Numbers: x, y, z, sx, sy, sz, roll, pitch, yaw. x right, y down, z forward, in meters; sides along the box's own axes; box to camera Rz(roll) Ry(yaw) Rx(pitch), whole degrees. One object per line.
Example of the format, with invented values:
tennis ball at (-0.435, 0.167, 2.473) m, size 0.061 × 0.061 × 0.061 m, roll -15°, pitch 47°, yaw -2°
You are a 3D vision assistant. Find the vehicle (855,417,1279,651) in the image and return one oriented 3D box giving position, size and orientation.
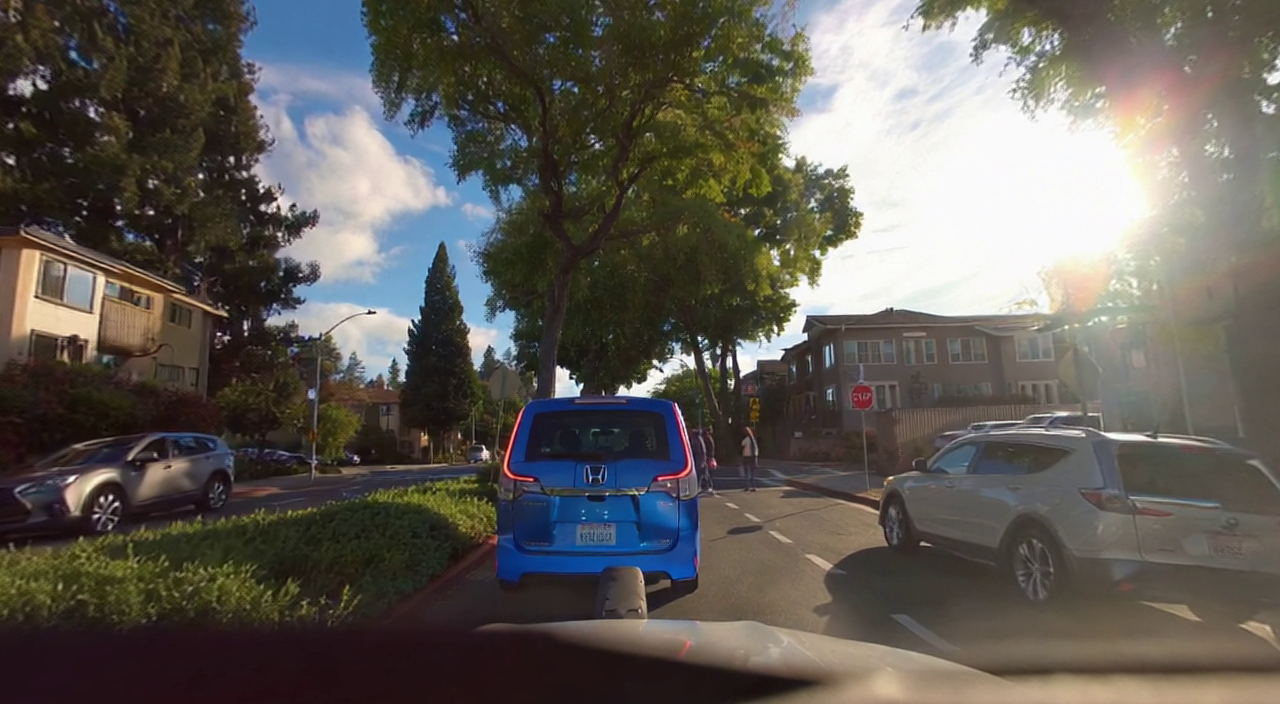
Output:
vehicle at (4.219, 1.679, 6.905) m, size 1.959 × 1.581 × 4.731 m, roll 4°, pitch -9°, yaw -2°

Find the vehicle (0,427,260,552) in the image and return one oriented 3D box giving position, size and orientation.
vehicle at (-8.291, 2.019, 10.052) m, size 1.825 × 1.532 × 4.083 m, roll -3°, pitch -7°, yaw 2°

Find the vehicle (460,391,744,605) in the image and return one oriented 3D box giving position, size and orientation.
vehicle at (-0.327, 1.577, 7.709) m, size 2.377 × 1.787 × 4.652 m, roll 0°, pitch -8°, yaw 0°
